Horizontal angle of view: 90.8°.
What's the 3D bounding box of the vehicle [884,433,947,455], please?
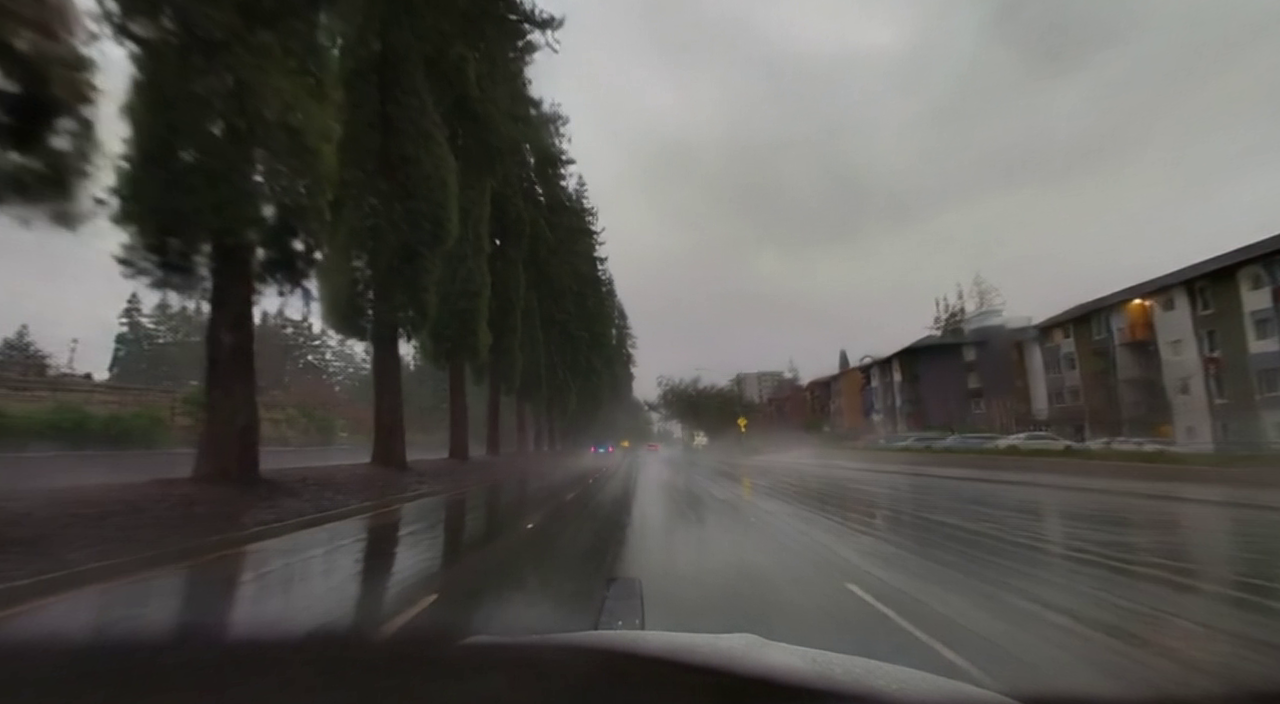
[{"bbox_3d":[19.790,6.603,45.416,3.688,1.489,1.667,1,-9,-4],"label":"vehicle"}]
